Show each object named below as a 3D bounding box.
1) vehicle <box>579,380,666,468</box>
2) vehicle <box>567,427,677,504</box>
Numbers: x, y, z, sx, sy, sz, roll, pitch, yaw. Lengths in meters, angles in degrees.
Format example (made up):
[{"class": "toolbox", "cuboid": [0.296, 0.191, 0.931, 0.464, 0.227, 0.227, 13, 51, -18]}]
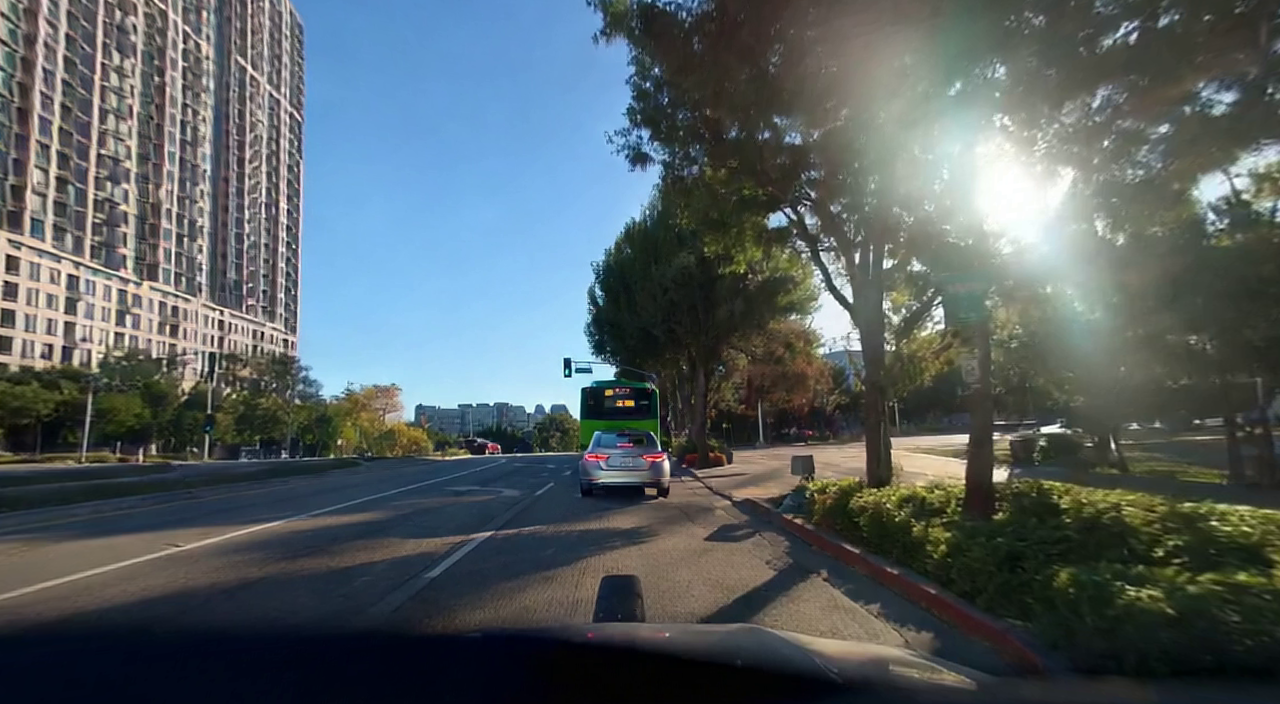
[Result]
[{"class": "vehicle", "cuboid": [-0.374, 3.453, 29.104, 2.900, 3.182, 12.613, 0, -8, 3]}, {"class": "vehicle", "cuboid": [-0.385, 2.410, 13.887, 2.064, 1.452, 3.942, 0, -8, -1]}]
